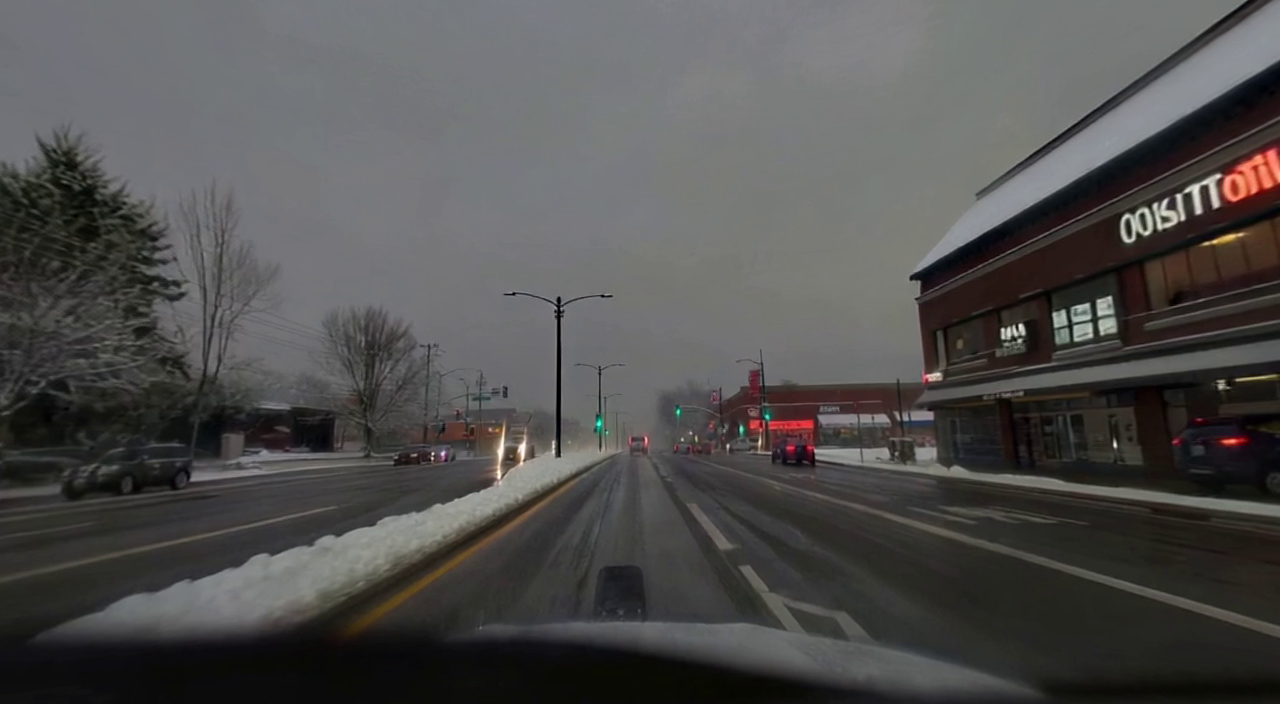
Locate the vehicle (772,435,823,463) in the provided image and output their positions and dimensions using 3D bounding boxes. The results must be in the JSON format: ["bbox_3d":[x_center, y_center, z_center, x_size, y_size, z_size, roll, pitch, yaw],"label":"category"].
[{"bbox_3d":[9.854,6.136,39.946,2.019,1.694,4.491,0,-9,-1],"label":"vehicle"}]

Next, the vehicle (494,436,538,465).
[{"bbox_3d":[-7.991,6.428,41.271,1.946,1.794,4.799,0,-9,-1],"label":"vehicle"}]

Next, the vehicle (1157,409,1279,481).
[{"bbox_3d":[17.162,2.531,17.255,4.353,1.813,1.836,0,-9,-1],"label":"vehicle"}]

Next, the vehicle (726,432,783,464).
[{"bbox_3d":[6.312,5.387,35.380,1.974,1.679,4.611,0,-9,-4],"label":"vehicle"}]

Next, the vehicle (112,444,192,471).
[{"bbox_3d":[-34.133,7.457,44.396,1.821,1.531,4.703,-3,-13,0],"label":"vehicle"}]
